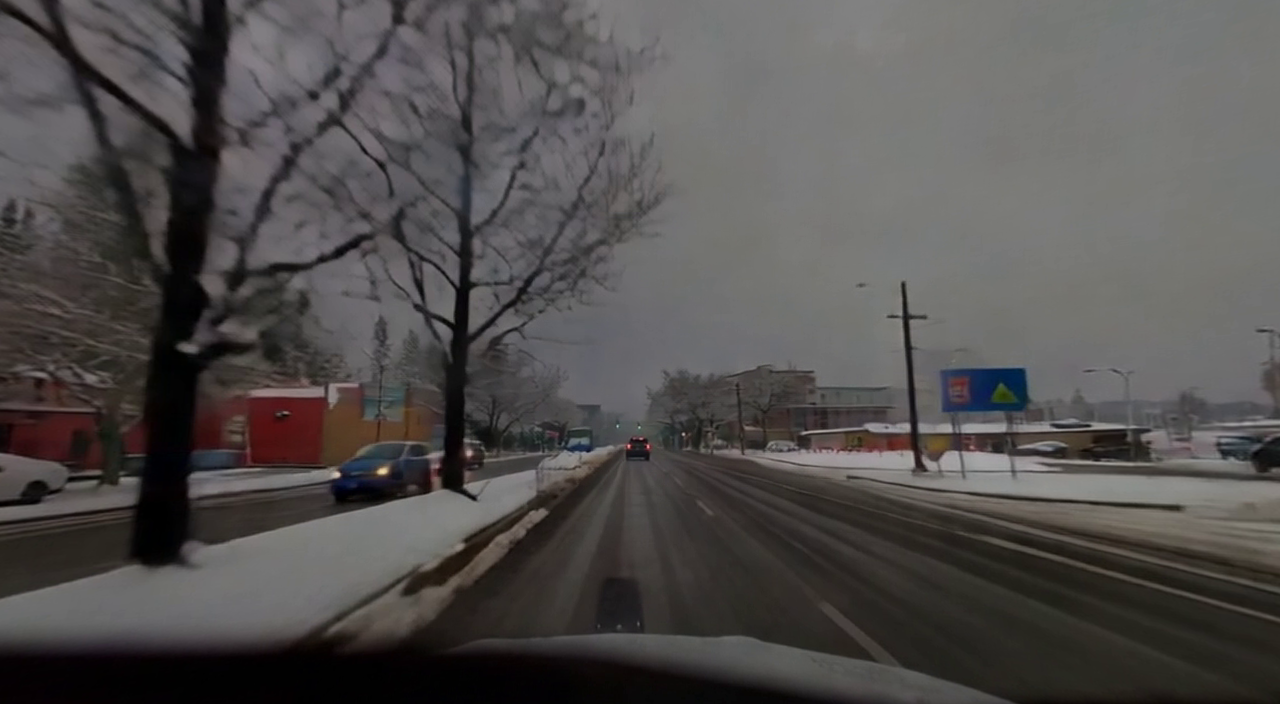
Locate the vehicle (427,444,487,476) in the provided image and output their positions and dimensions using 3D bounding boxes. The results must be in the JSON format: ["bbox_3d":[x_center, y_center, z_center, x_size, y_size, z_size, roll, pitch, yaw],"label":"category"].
[{"bbox_3d":[-11.016,6.514,38.353,2.112,1.809,4.921,-1,-9,1],"label":"vehicle"}]

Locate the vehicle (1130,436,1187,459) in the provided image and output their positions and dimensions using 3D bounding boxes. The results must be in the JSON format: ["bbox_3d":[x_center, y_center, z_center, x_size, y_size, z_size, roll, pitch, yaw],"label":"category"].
[{"bbox_3d":[38.424,7.084,46.894,1.825,1.627,4.293,-4,-9,20],"label":"vehicle"}]

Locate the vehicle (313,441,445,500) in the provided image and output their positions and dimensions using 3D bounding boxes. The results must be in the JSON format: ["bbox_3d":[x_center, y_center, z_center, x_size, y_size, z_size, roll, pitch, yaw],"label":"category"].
[{"bbox_3d":[-7.416,3.404,18.541,1.999,1.478,4.441,-1,-9,0],"label":"vehicle"}]
